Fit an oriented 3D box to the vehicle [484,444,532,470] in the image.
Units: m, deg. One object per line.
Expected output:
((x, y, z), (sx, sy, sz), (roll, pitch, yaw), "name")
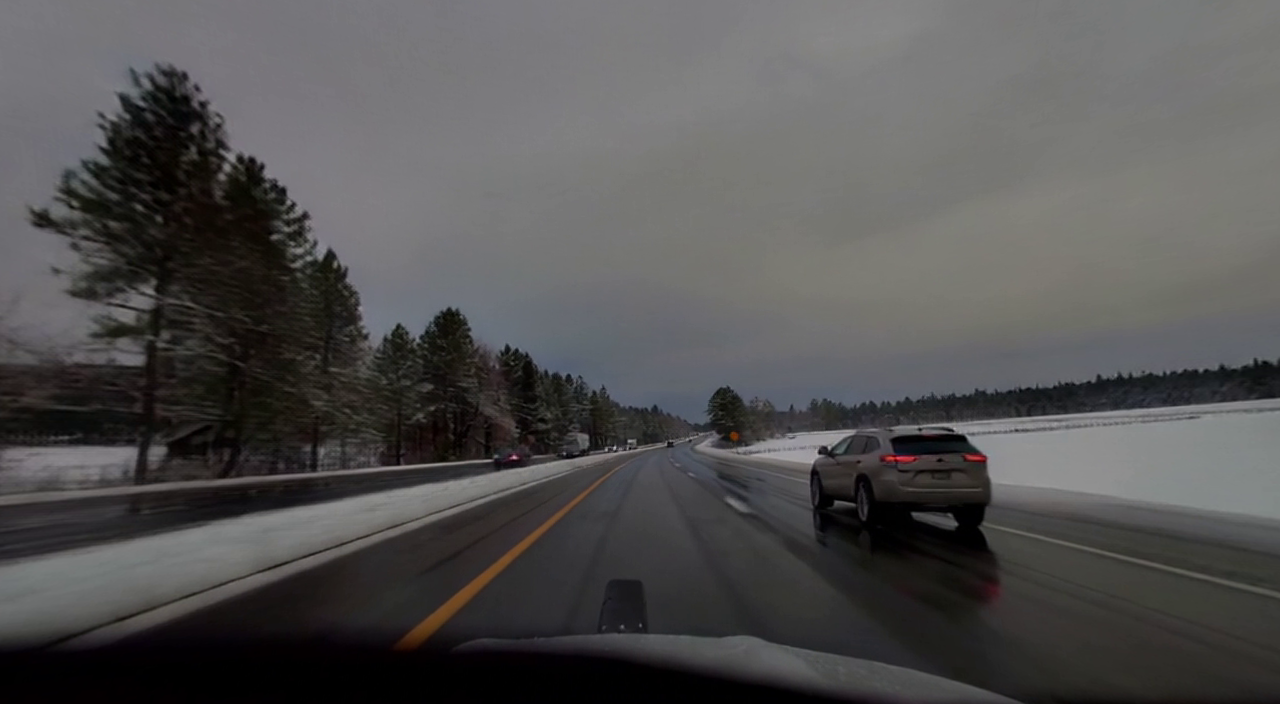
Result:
((-8.725, 6.982, 42.040), (2.062, 1.597, 4.608), (0, -8, 1), "vehicle")

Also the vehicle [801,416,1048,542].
((4.533, 2.106, 11.146), (2.098, 1.703, 4.862), (0, -8, 0), "vehicle")
